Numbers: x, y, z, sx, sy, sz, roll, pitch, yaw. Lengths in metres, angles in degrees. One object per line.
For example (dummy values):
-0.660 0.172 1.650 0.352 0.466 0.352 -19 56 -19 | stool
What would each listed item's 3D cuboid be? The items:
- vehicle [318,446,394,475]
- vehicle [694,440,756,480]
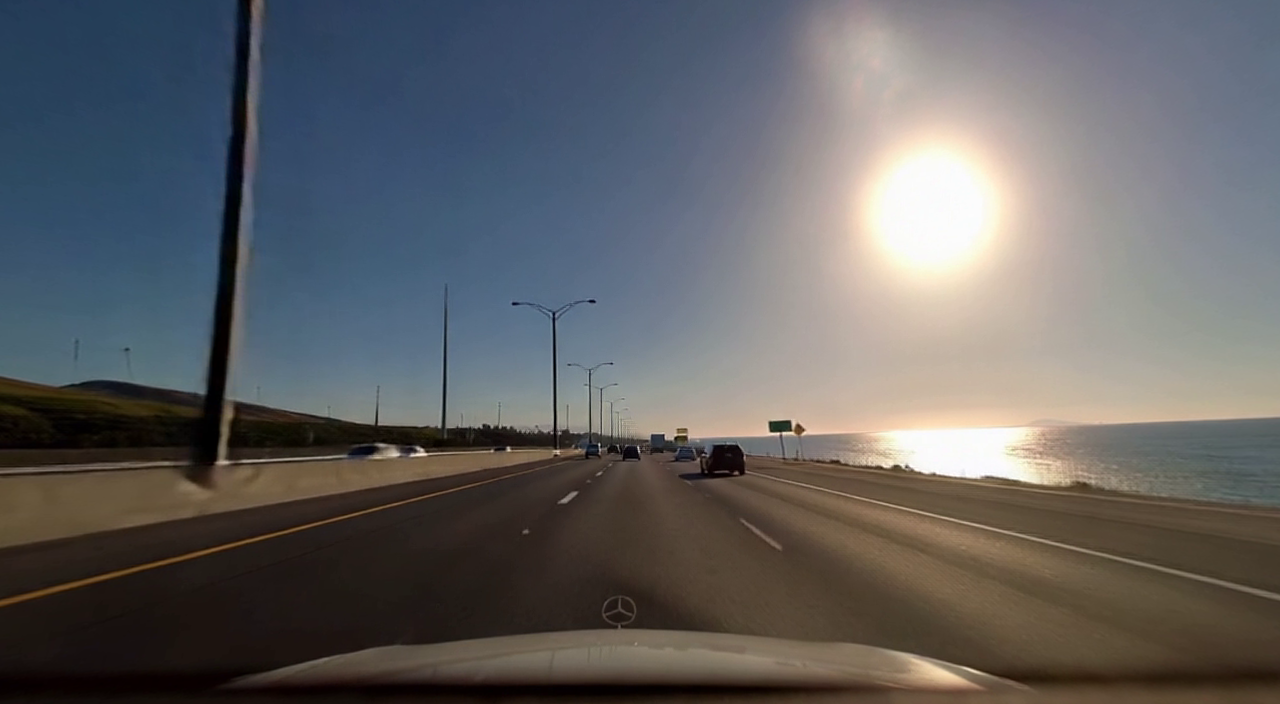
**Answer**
-15.353 5.853 34.434 1.903 1.480 4.717 0 -8 0 | vehicle
3.466 4.485 26.551 1.890 1.490 4.373 0 -8 -1 | vehicle
